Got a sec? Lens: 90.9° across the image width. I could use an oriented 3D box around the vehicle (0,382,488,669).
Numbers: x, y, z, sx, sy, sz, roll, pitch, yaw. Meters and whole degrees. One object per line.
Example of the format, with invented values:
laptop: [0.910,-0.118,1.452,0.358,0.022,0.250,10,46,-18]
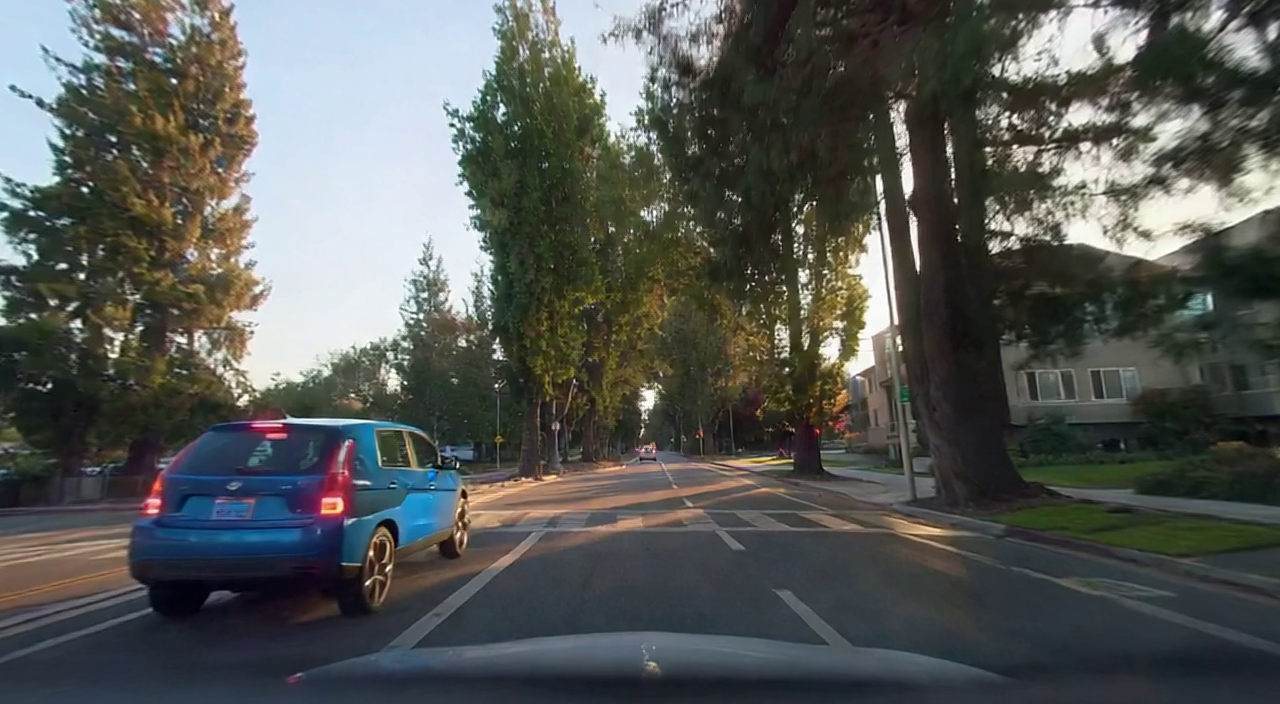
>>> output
vehicle: [-3.257,1.460,6.552,2.251,1.800,4.959,0,-8,-2]
